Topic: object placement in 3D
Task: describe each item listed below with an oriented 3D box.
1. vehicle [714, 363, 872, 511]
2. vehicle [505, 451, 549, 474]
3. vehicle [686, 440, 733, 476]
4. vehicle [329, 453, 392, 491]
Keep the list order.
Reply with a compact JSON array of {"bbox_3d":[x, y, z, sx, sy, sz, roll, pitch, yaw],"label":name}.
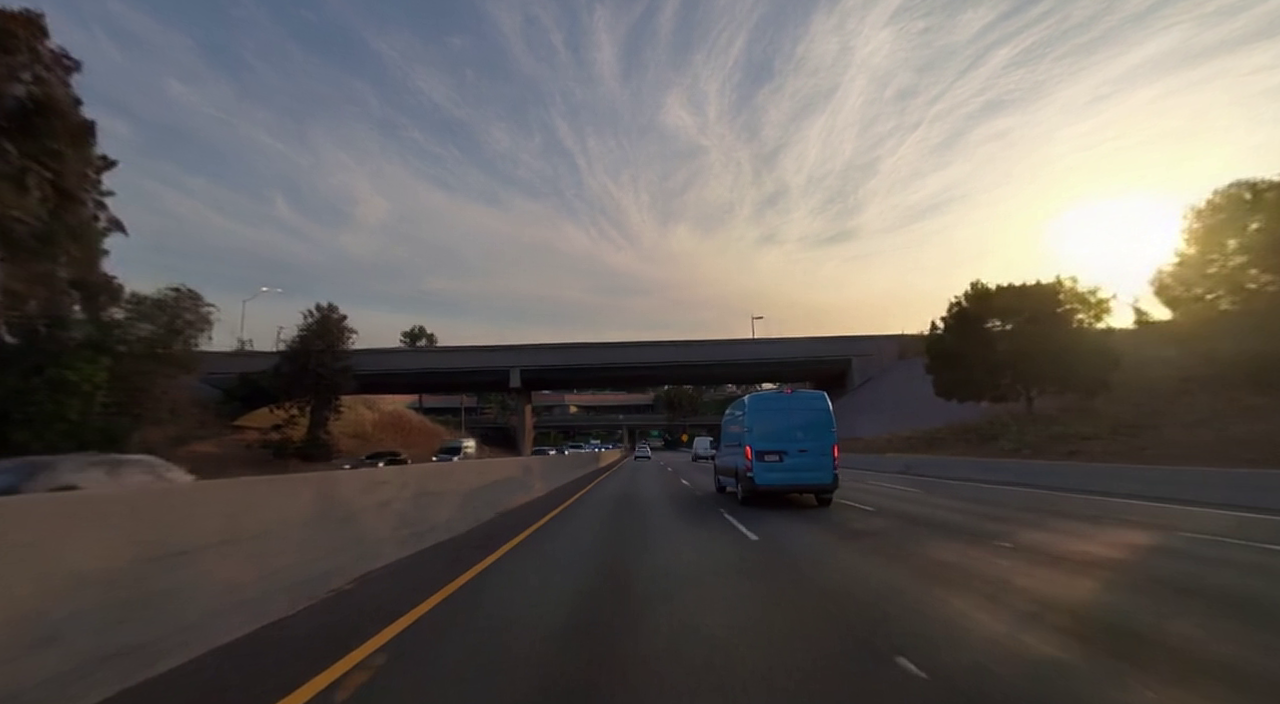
[{"bbox_3d":[3.692,2.346,17.119,2.460,3.155,6.902,0,-9,0],"label":"vehicle"},{"bbox_3d":[-7.575,7.444,42.819,1.932,1.381,5.404,-1,-9,1],"label":"vehicle"},{"bbox_3d":[3.623,5.596,33.511,2.009,1.731,4.149,0,-9,0],"label":"vehicle"},{"bbox_3d":[-15.254,6.546,34.612,1.912,1.893,3.151,-1,-9,1],"label":"vehicle"}]
